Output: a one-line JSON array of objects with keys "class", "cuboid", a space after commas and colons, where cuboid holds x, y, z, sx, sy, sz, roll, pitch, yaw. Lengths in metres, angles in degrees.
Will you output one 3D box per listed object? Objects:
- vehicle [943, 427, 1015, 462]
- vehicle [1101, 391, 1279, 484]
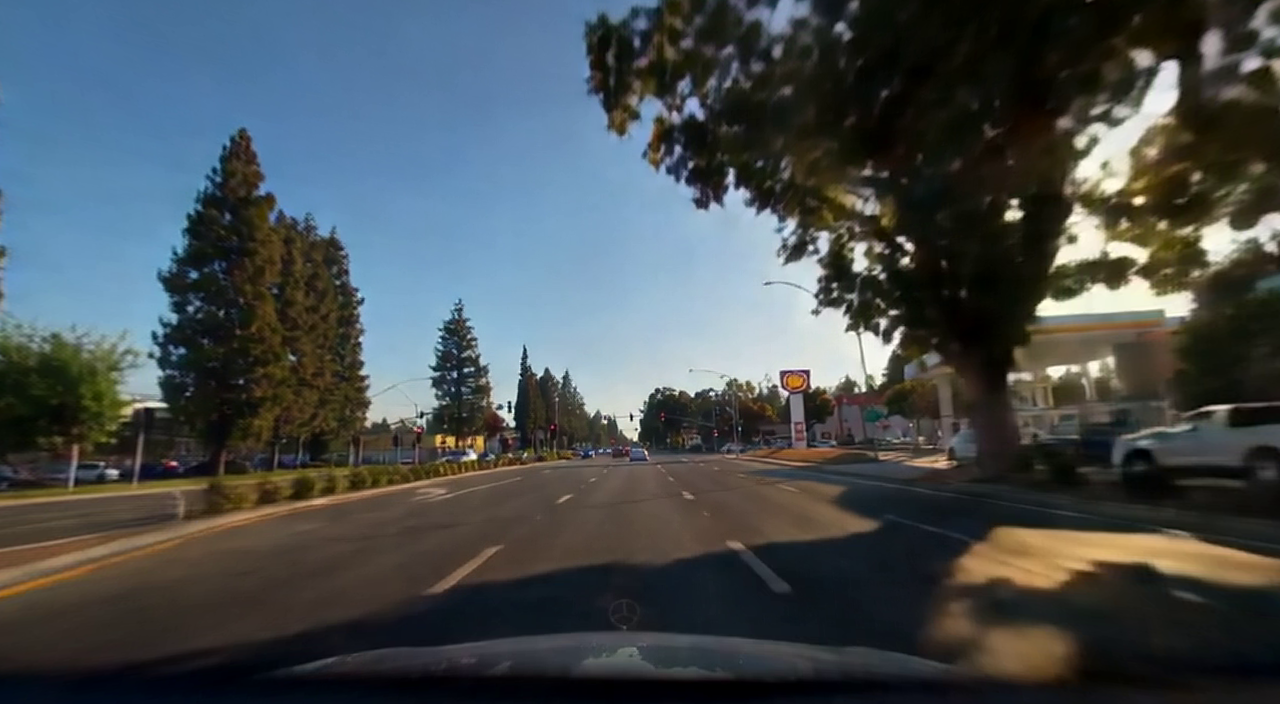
[{"class": "vehicle", "cuboid": [16.886, 4.648, 31.695, 1.944, 1.646, 4.594, -2, -9, 13]}, {"class": "vehicle", "cuboid": [13.805, 1.992, 14.514, 2.249, 1.793, 5.763, 0, -8, 2]}]
